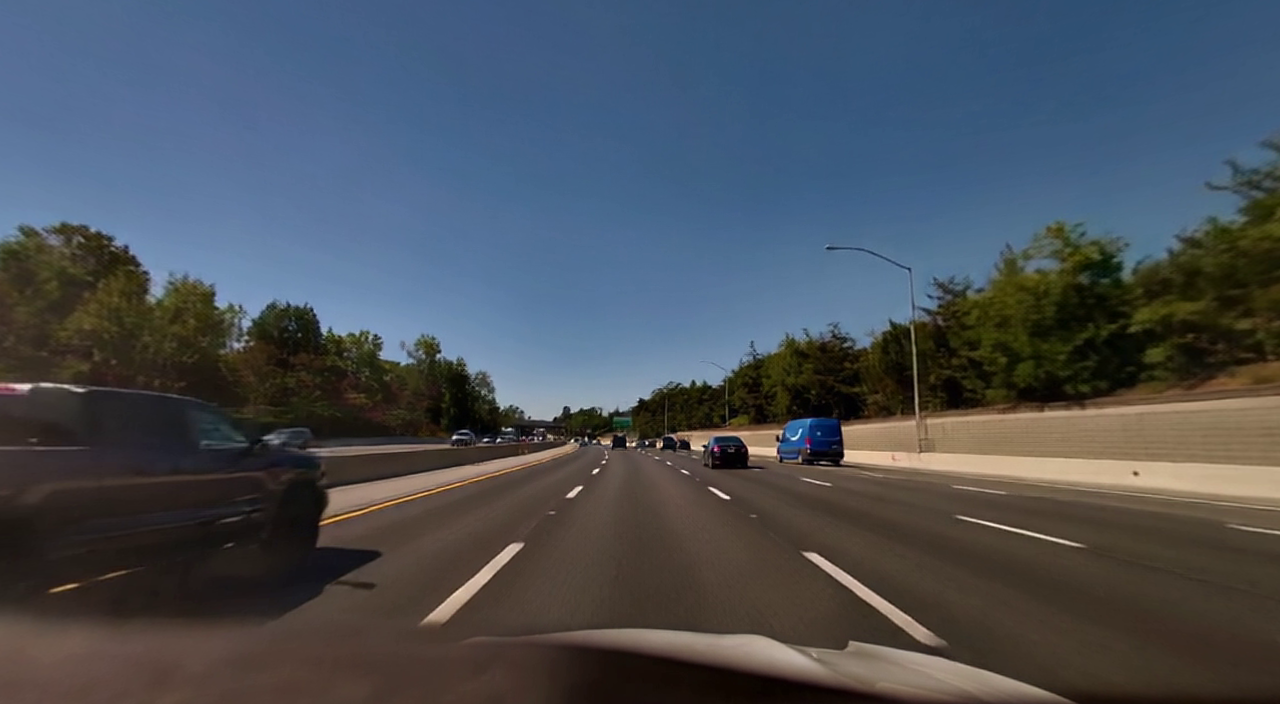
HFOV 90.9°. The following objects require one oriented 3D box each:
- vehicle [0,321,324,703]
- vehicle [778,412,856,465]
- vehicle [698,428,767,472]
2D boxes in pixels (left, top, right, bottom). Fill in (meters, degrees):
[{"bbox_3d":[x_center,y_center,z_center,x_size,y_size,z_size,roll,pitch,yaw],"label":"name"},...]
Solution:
[{"bbox_3d":[-4.273,0.805,3.055,2.331,1.884,5.787,-1,-8,2],"label":"vehicle"},{"bbox_3d":[10.162,5.077,36.947,2.274,2.802,6.802,0,-8,-3],"label":"vehicle"},{"bbox_3d":[3.847,4.167,26.977,2.141,1.732,4.279,0,-8,-2],"label":"vehicle"}]
